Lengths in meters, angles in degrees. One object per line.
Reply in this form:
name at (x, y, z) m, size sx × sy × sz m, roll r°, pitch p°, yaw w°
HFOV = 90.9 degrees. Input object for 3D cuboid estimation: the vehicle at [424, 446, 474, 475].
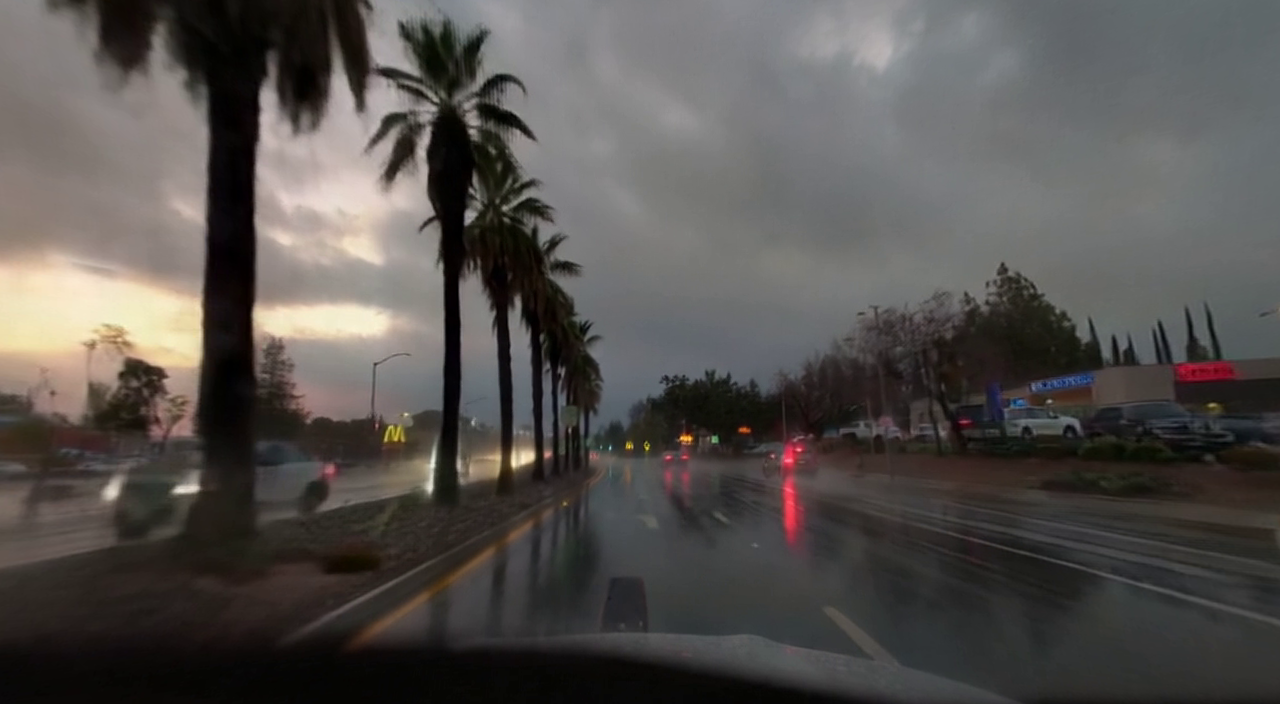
vehicle at (-13.532, 7.697, 44.998) m, size 2.210 × 1.889 × 4.934 m, roll 0°, pitch -8°, yaw -2°

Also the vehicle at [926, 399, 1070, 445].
vehicle at (17.995, 3.567, 31.939) m, size 5.817 × 1.906 × 2.230 m, roll -1°, pitch -12°, yaw -1°

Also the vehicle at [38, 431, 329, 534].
vehicle at (-9.128, 2.626, 13.453) m, size 2.361 × 1.733 × 5.099 m, roll 0°, pitch -8°, yaw 0°

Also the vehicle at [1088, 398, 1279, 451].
vehicle at (18.094, 2.437, 20.893) m, size 4.649 × 1.662 × 2.349 m, roll 0°, pitch -8°, yaw 0°
